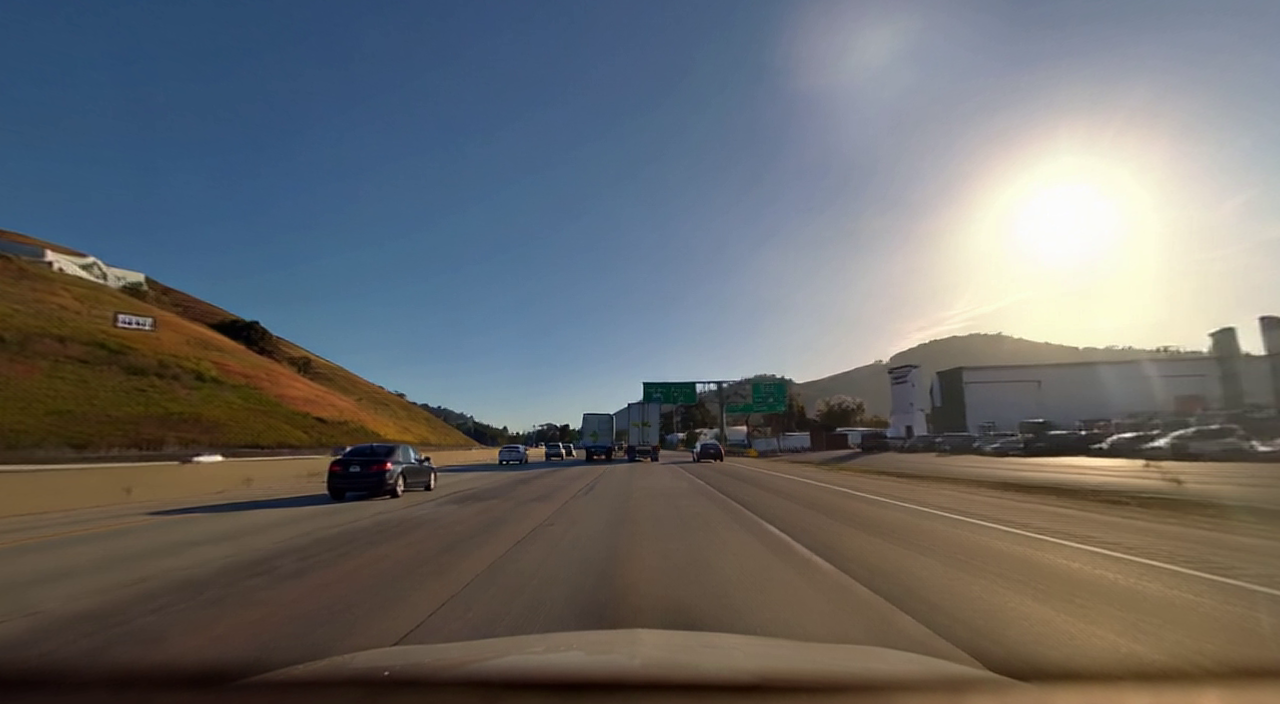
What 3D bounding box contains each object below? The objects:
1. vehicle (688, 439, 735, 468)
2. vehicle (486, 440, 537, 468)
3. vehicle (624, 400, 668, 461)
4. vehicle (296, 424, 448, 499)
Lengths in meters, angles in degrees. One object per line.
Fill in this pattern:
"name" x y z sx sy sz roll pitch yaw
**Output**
"vehicle" 3.765 5.451 34.055 2.006 1.452 4.246 0 -9 -1
"vehicle" -7.241 5.798 36.084 1.891 1.460 4.506 0 -8 1
"vehicle" 0.347 6.115 48.288 2.969 4.104 10.906 0 -9 -1
"vehicle" -7.017 2.908 17.146 2.122 1.754 4.379 0 -8 1
